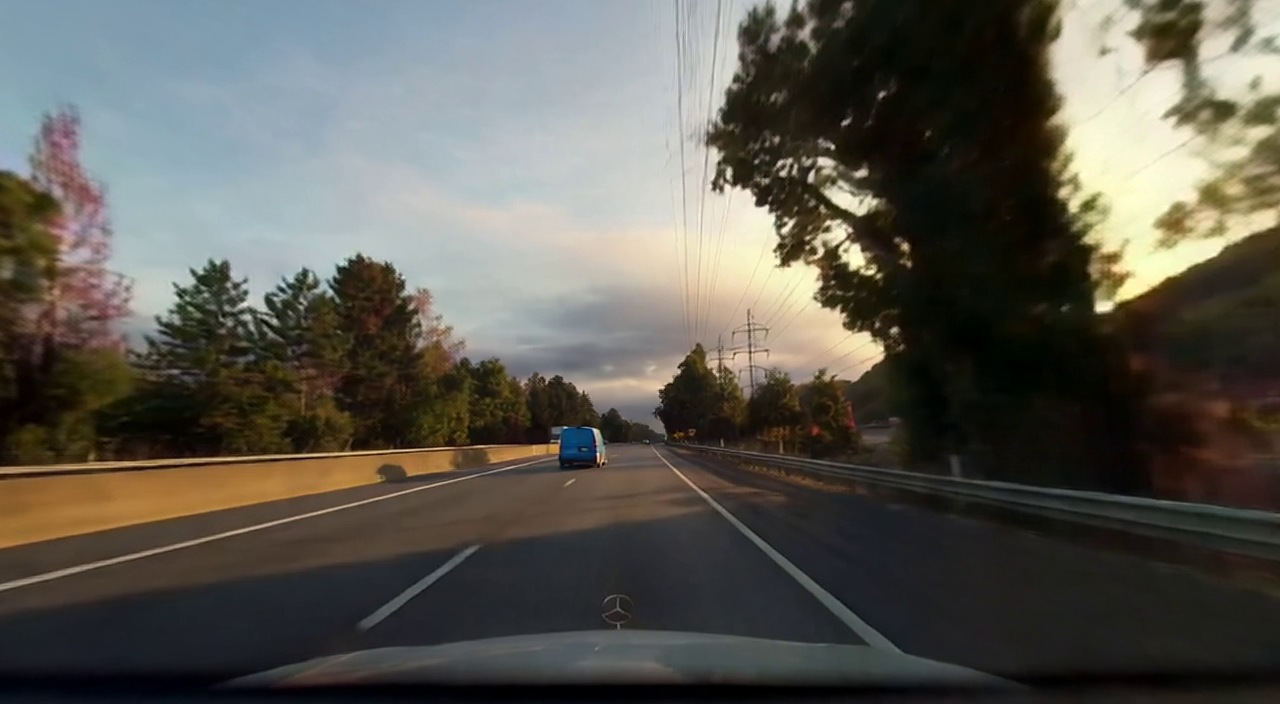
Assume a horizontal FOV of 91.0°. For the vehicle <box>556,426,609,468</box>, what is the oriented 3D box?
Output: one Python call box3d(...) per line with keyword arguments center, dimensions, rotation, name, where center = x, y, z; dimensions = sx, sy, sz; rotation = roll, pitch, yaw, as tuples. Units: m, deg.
box3d(center=(-2.656, 4.531, 30.187), dimensions=(2.041, 1.856, 4.353), rotation=(0, -8, 1), name="vehicle")
